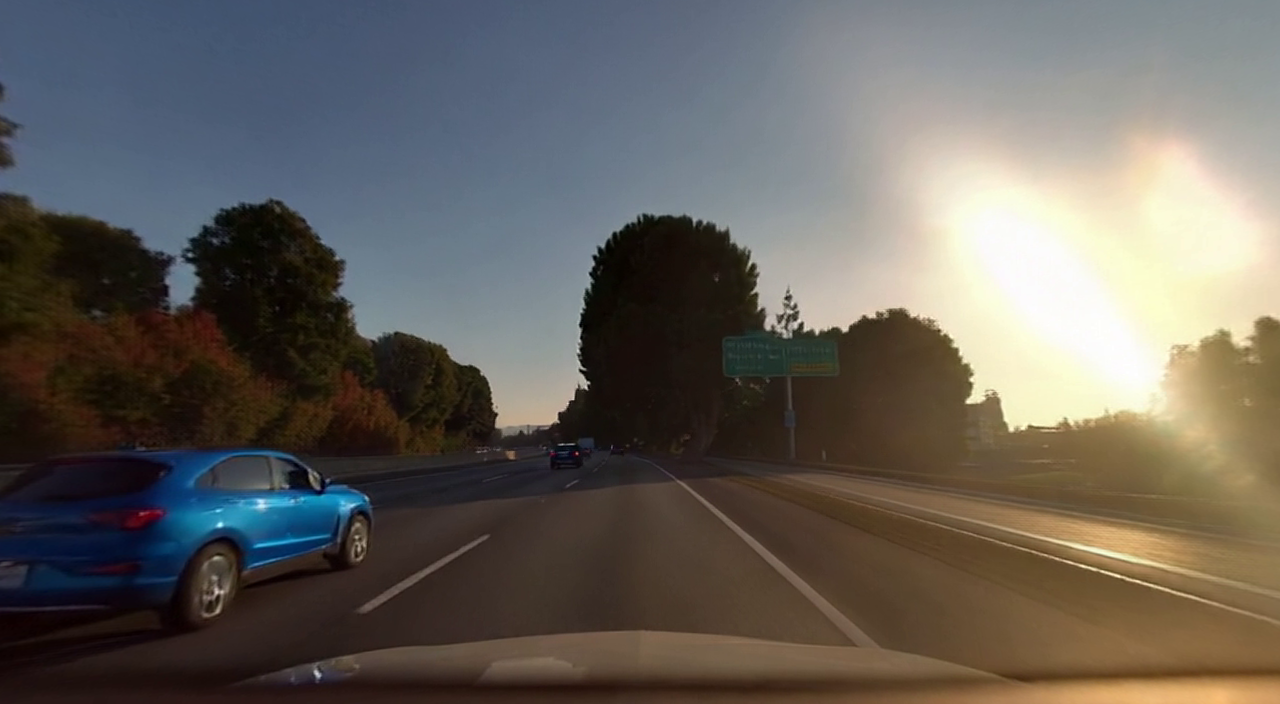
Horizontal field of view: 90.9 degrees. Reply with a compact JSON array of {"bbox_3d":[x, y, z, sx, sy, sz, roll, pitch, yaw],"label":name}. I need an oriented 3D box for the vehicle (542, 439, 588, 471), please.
[{"bbox_3d":[-4.249,5.924,36.586,2.162,1.724,4.537,0,-8,-1],"label":"vehicle"}]
